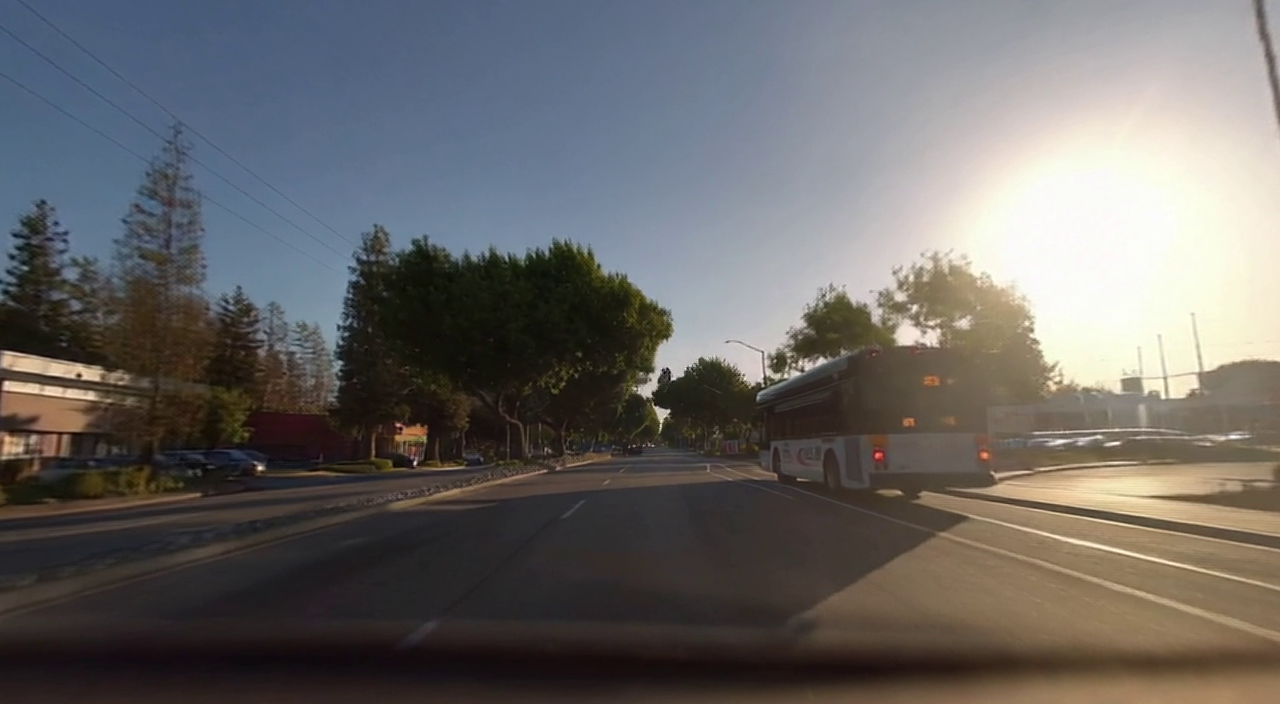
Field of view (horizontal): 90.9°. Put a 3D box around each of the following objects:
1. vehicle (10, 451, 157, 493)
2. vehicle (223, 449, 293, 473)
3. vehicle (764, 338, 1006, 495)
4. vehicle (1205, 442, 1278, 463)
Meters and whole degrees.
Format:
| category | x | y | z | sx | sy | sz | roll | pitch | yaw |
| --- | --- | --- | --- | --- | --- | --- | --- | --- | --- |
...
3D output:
| category | x | y | z | sx | sy | sz | roll | pitch | yaw |
| --- | --- | --- | --- | --- | --- | --- | --- | --- | --- |
| vehicle | -24.316 | 5.232 | 27.672 | 4.325 | 1.716 | 2.358 | 0 | -9 | 5 |
| vehicle | -29.727 | 8.437 | 49.081 | 4.251 | 1.563 | 1.950 | -3 | -8 | 4 |
| vehicle | 8.489 | 2.811 | 25.078 | 4.582 | 4.678 | 12.589 | 0 | -8 | 0 |
| vehicle | 45.162 | 7.530 | 47.460 | 1.808 | 1.467 | 4.288 | -2 | -8 | 11 |
